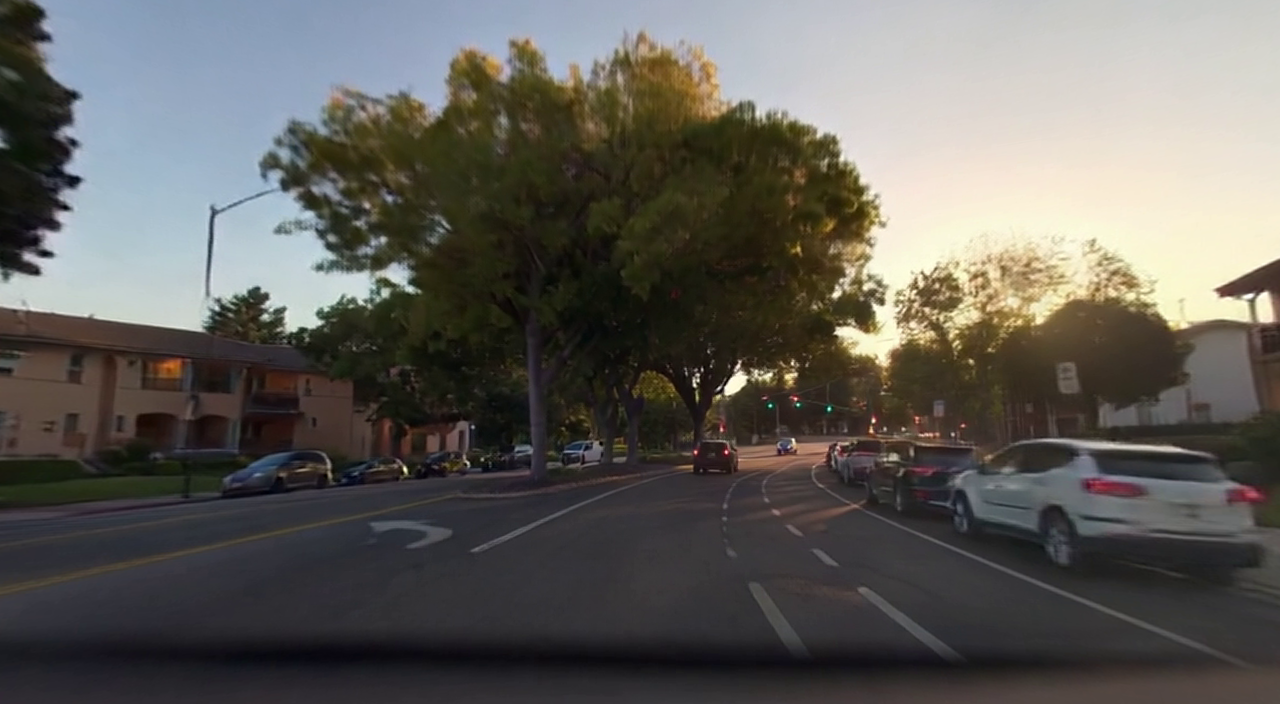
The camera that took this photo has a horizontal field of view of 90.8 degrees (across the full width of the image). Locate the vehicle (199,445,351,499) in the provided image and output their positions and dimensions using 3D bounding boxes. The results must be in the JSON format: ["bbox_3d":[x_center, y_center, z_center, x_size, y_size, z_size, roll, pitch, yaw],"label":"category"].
[{"bbox_3d":[-11.632,3.809,20.586,1.918,1.508,4.353,-1,-8,8],"label":"vehicle"}]

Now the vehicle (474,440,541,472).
[{"bbox_3d":[-7.826,6.184,37.922,1.977,1.761,4.990,-2,-9,12],"label":"vehicle"}]

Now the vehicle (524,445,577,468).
[{"bbox_3d":[-6.102,7.133,43.471,1.809,1.469,4.485,-2,-9,17],"label":"vehicle"}]

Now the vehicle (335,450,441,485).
[{"bbox_3d":[-10.621,4.869,27.071,1.893,1.310,4.719,-1,-8,11],"label":"vehicle"}]

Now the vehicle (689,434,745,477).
[{"bbox_3d":[3.449,4.495,27.642,1.852,1.680,4.488,-2,-9,14],"label":"vehicle"}]

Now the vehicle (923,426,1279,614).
[{"bbox_3d":[5.115,1.699,7.458,1.741,1.494,4.587,0,-8,5],"label":"vehicle"}]

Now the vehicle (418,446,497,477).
[{"bbox_3d":[-9.364,5.637,32.858,1.880,1.450,4.627,-2,-9,13],"label":"vehicle"}]

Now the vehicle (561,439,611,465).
[{"bbox_3d":[-4.081,7.730,49.009,2.115,1.853,4.745,-3,-9,19],"label":"vehicle"}]
